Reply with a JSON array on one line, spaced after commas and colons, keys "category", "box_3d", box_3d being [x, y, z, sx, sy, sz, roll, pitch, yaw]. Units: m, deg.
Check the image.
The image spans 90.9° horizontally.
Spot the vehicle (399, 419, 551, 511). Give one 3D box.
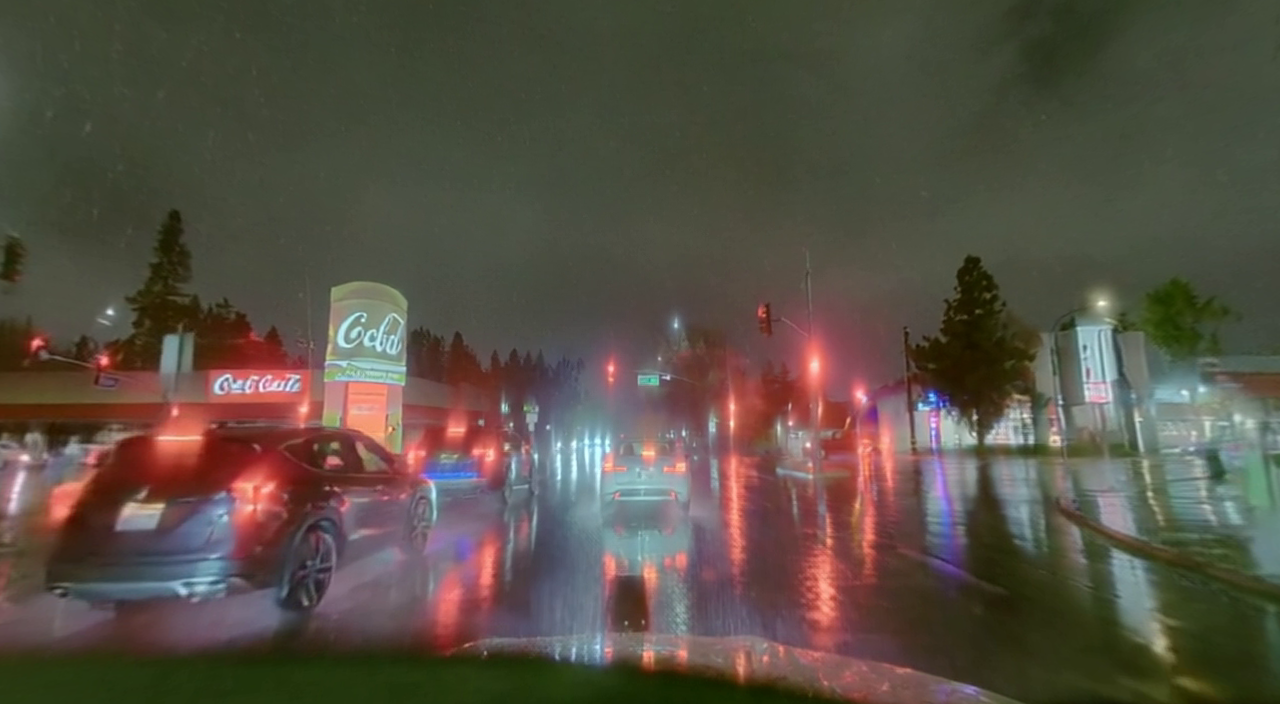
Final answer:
[{"category": "vehicle", "box_3d": [-3.386, 2.417, 13.893, 2.009, 1.704, 4.230, -1, -8, 3]}]

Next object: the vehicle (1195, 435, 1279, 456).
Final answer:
[{"category": "vehicle", "box_3d": [43.660, 6.814, 45.983, 4.582, 1.442, 1.860, 0, -8, -2]}]

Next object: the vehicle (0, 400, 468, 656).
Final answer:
[{"category": "vehicle", "box_3d": [-3.310, 1.378, 6.032, 2.029, 1.517, 4.375, 0, -8, 1]}]

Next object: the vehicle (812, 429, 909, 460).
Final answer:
[{"category": "vehicle", "box_3d": [13.059, 5.489, 37.560, 5.032, 1.762, 1.982, 0, -8, 0]}]

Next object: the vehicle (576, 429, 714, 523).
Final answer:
[{"category": "vehicle", "box_3d": [0.169, 2.316, 12.392, 2.258, 1.507, 3.896, -1, -8, 3]}]
